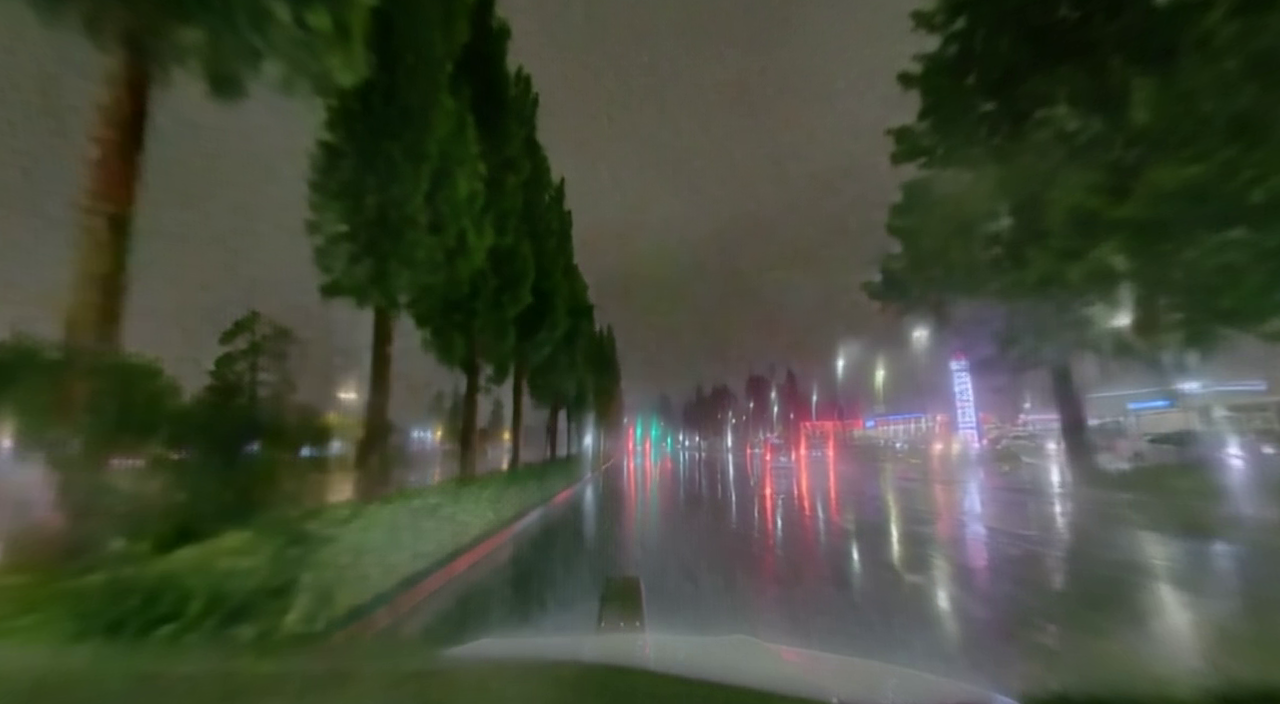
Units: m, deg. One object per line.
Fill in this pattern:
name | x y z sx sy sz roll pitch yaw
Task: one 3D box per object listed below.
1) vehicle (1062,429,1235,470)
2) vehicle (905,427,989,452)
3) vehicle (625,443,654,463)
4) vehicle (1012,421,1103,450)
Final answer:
vehicle | 19.921 3.841 24.989 2.048 1.462 4.802 5 -10 -32
vehicle | 20.999 6.042 43.405 4.682 1.630 1.972 -1 -9 2
vehicle | -0.087 7.928 49.807 2.159 1.461 4.142 0 -8 -1
vehicle | 25.633 5.210 39.062 1.921 1.678 5.257 0 -9 -2
